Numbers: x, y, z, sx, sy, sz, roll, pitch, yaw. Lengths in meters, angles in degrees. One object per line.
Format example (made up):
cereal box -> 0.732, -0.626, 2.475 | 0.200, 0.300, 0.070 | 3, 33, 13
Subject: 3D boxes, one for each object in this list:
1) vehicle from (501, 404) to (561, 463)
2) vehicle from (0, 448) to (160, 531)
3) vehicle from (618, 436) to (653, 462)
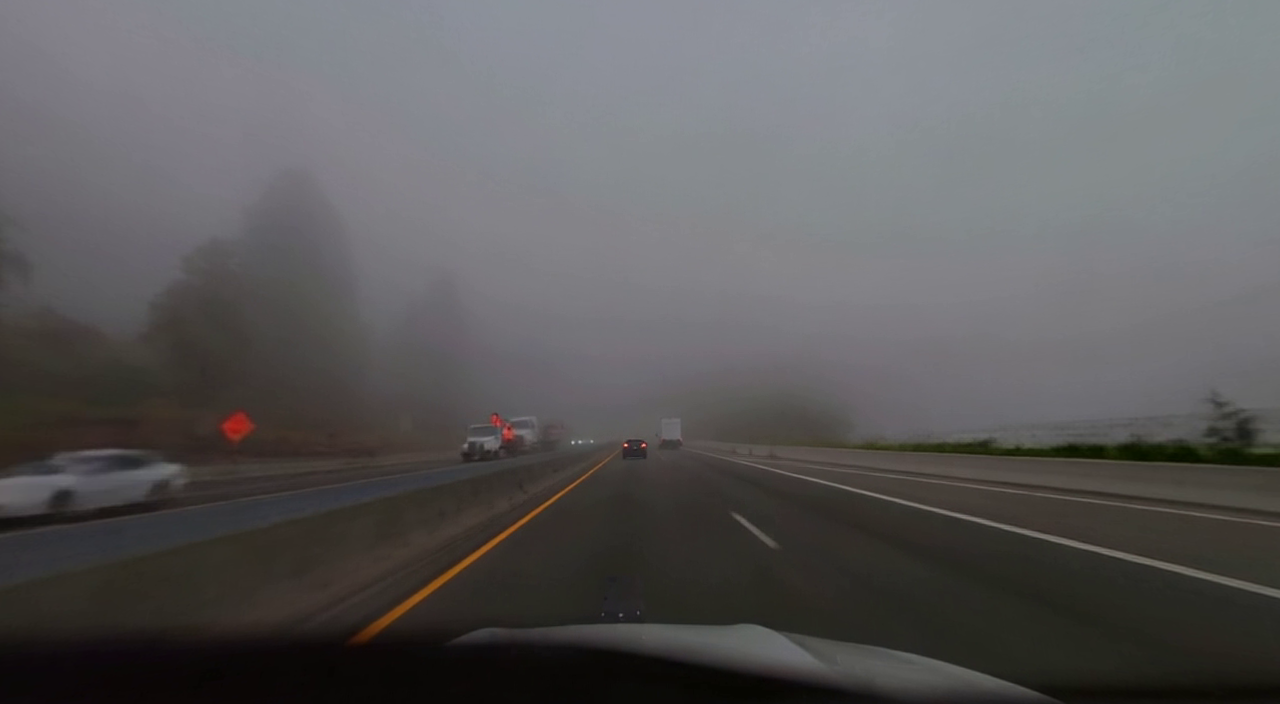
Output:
vehicle -> -8.439, 6.550, 49.920 | 3.129, 4.014, 10.246 | -4, -8, -2
vehicle -> -12.803, 2.812, 13.339 | 1.877, 1.490, 4.134 | 0, -8, 0
vehicle -> -0.327, 5.817, 37.895 | 2.004, 1.472, 4.075 | 0, -8, -1
